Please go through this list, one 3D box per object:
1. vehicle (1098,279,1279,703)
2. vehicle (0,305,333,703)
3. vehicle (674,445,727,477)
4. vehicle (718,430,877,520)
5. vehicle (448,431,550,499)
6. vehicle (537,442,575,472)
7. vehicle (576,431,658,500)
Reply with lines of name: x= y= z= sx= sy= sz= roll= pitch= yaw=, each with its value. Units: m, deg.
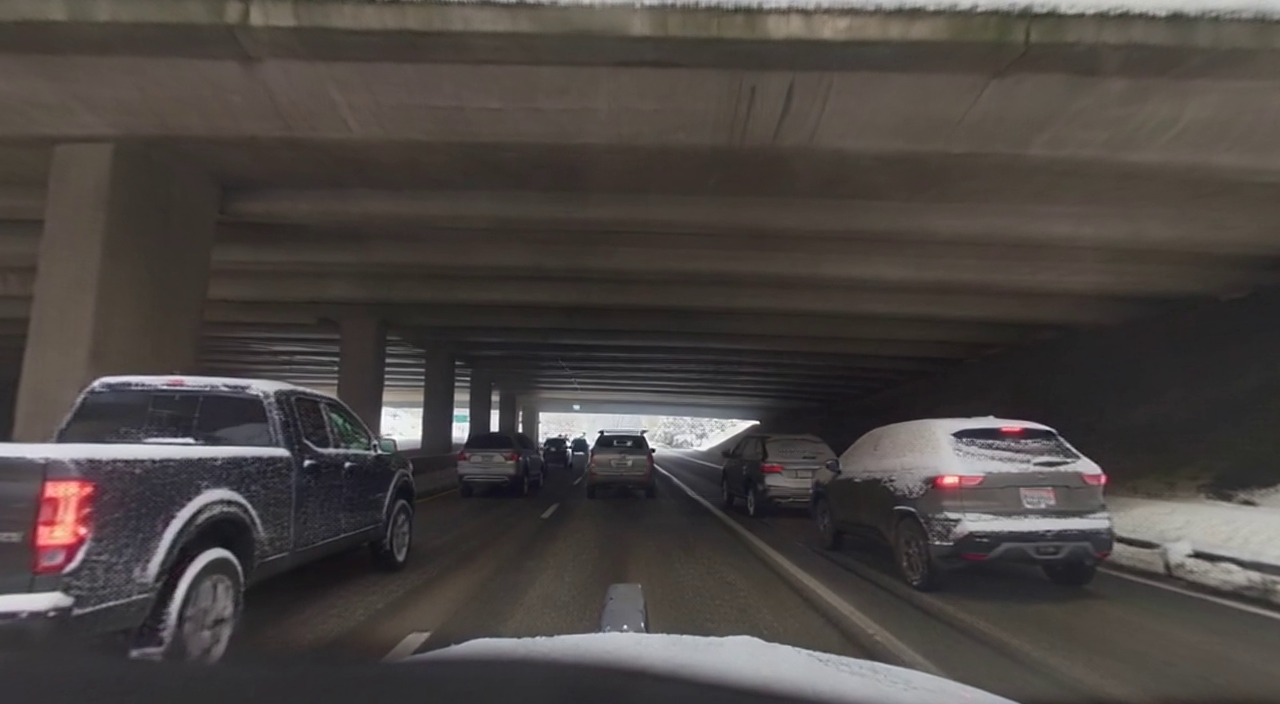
vehicle: x=3.717 y=0.483 z=0.966 sx=2.401 sy=1.968 sz=4.841 roll=0 pitch=-8 yaw=1
vehicle: x=-3.550 y=0.779 z=2.797 sx=2.074 sy=1.814 sz=4.596 roll=0 pitch=-8 yaw=-1
vehicle: x=2.983 y=5.445 z=31.778 sx=2.026 sy=1.457 sz=3.969 roll=1 pitch=-8 yaw=-4
vehicle: x=3.360 y=2.762 z=14.867 sx=2.234 sy=1.720 sz=5.378 roll=0 pitch=-8 yaw=-2
vehicle: x=-3.908 y=3.205 z=18.253 sx=2.127 sy=1.720 sz=4.064 roll=0 pitch=-8 yaw=-2
vehicle: x=-4.722 y=5.953 z=35.951 sx=1.829 sy=1.614 sz=3.611 roll=0 pitch=-8 yaw=-3
vehicle: x=-0.648 y=3.188 z=18.067 sx=2.097 sy=1.748 sz=3.794 roll=0 pitch=-8 yaw=-2
